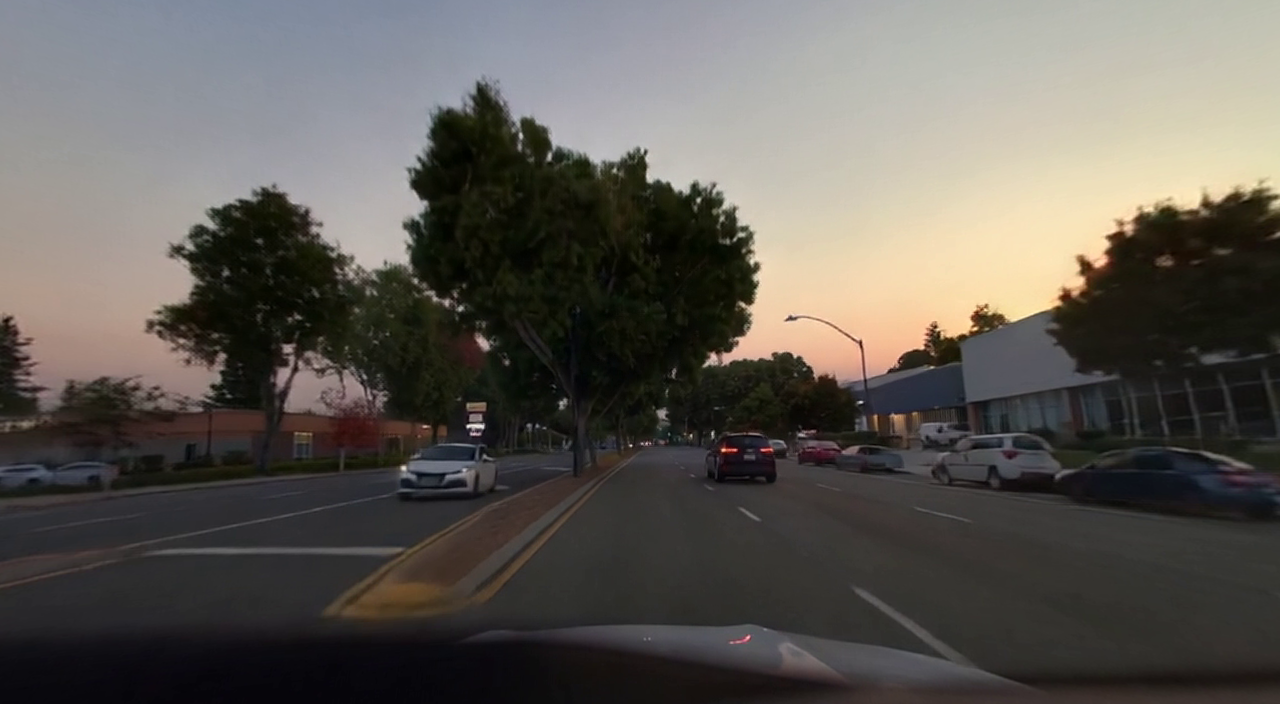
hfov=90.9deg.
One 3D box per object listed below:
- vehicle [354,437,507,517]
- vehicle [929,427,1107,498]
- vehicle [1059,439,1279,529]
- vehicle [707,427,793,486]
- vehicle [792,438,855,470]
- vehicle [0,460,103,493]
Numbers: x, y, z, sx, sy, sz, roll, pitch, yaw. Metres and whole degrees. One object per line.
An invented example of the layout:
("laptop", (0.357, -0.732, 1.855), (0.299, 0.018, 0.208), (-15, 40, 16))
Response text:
("vehicle", (-4.408, 2.689, 14.106), (2.031, 1.478, 4.434), (0, -9, -2))
("vehicle", (10.595, 3.134, 18.257), (1.989, 1.768, 4.977), (0, -9, 0))
("vehicle", (10.671, 2.477, 12.435), (1.847, 1.445, 4.281), (0, -9, 0))
("vehicle", (3.770, 3.697, 22.551), (2.183, 1.845, 4.482), (0, -9, -1))
("vehicle", (10.909, 6.098, 37.949), (2.247, 1.799, 5.025), (0, -9, -1))
("vehicle", (-29.878, 6.155, 31.297), (4.546, 1.489, 2.015), (0, -8, 1))
